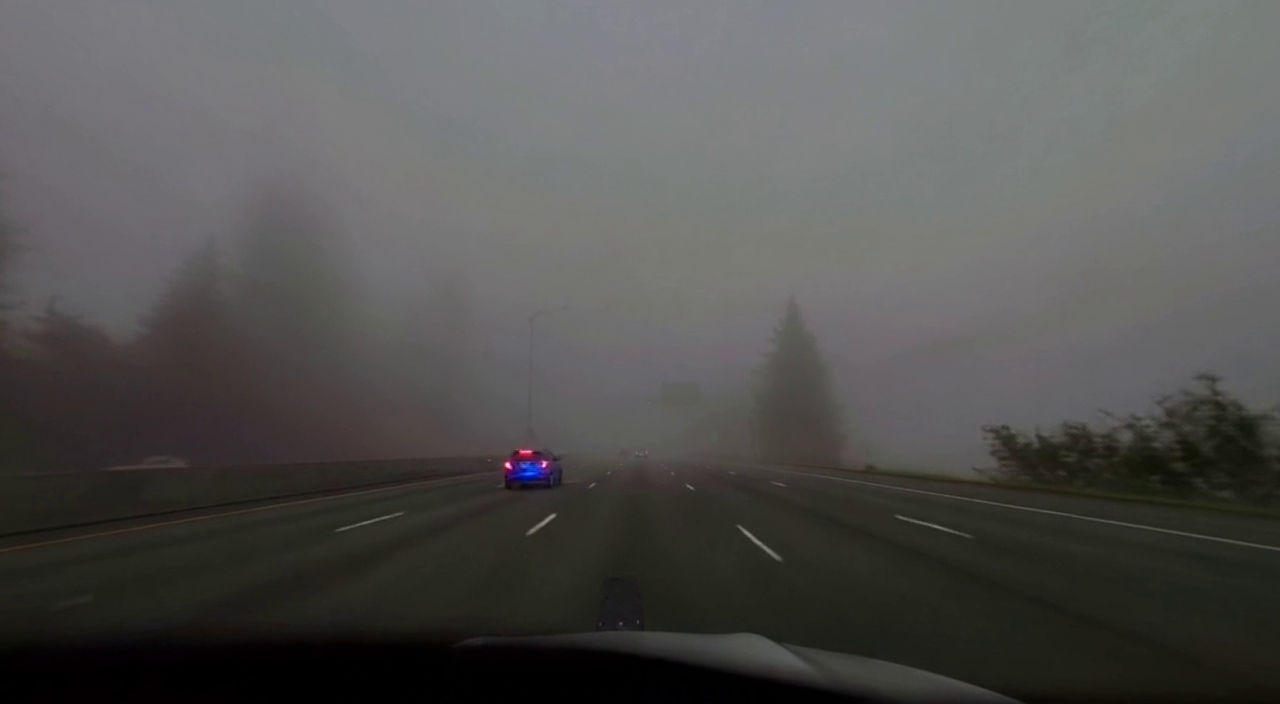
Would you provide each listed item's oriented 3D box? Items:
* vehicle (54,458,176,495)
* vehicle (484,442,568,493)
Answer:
[{"bbox_3d":[-23.474,5.565,28.456,1.906,1.473,4.145,0,-9,0],"label":"vehicle"},{"bbox_3d":[-3.703,3.837,21.313,1.979,1.521,4.147,0,-9,1],"label":"vehicle"}]
